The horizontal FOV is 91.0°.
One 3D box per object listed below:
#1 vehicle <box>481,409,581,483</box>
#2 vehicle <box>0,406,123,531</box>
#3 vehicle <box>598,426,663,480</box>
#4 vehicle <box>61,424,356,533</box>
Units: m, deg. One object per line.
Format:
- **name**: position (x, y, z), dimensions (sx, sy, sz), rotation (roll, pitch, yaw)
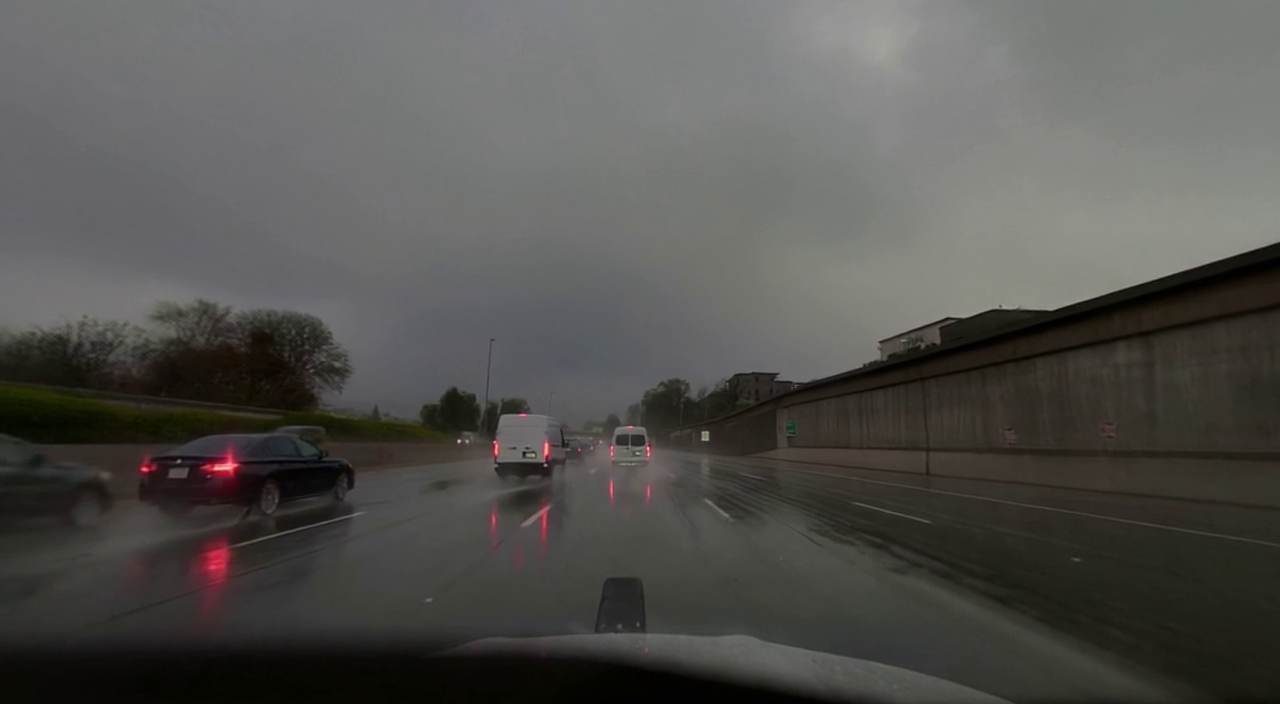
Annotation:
- **vehicle**: position (-3.643, 3.361, 22.531), dimensions (2.504, 2.276, 5.933), rotation (0, -9, 0)
- **vehicle**: position (-10.323, 1.626, 8.738), dimensions (2.312, 1.766, 4.653), rotation (0, -9, 0)
- **vehicle**: position (-0.327, 3.790, 23.738), dimensions (2.207, 1.807, 4.199), rotation (0, -9, 0)
- **vehicle**: position (-7.031, 2.108, 11.065), dimensions (1.959, 1.493, 4.575), rotation (0, -9, 0)
